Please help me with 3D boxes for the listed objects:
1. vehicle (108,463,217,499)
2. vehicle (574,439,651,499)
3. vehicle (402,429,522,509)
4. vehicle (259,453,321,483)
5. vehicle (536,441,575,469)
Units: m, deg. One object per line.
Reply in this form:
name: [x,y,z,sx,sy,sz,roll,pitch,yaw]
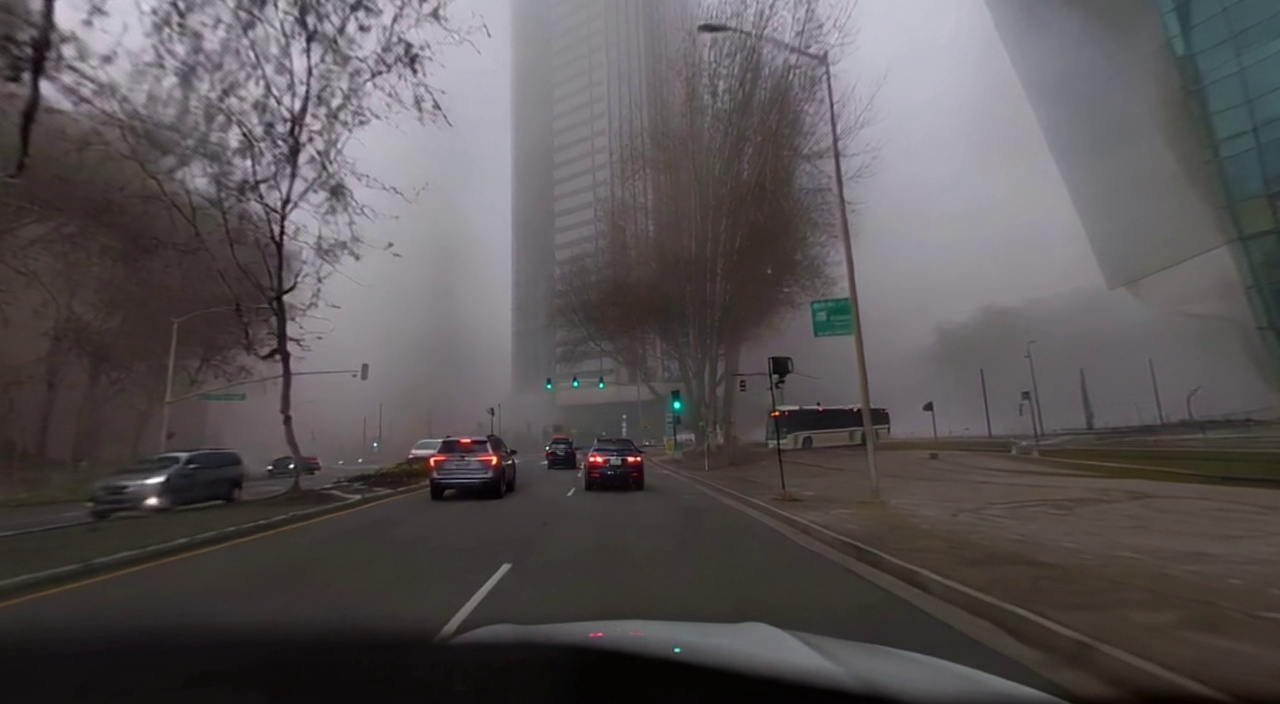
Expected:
vehicle: [-22.882,6.184,30.479,1.787,1.466,4.708,1,-9,-3]
vehicle: [-0.760,3.241,17.832,1.933,1.504,3.802,0,-9,-2]
vehicle: [-4.053,2.723,15.007,1.848,1.641,3.686,0,-9,-1]
vehicle: [-23.558,7.792,42.648,1.881,1.792,4.640,1,-9,-5]
vehicle: [-4.964,6.101,37.521,1.961,1.517,4.202,1,-9,-3]
